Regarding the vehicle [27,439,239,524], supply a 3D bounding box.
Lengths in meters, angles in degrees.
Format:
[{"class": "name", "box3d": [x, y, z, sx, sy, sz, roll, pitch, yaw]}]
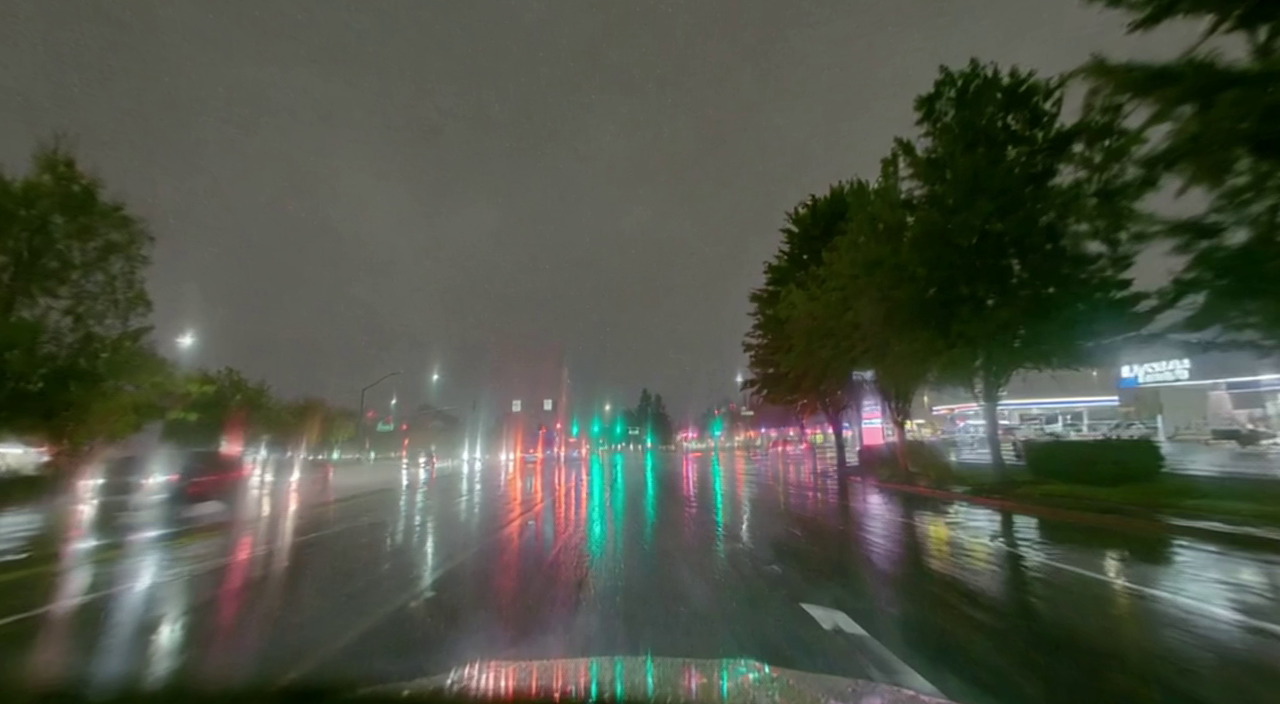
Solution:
[{"class": "vehicle", "box3d": [-13.187, 3.335, 16.917, 2.003, 1.922, 4.463, 0, -8, -2]}]

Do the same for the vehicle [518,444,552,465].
[{"class": "vehicle", "box3d": [-7.875, 7.736, 47.765, 1.993, 1.490, 4.768, 0, -8, -2]}]

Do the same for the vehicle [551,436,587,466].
[{"class": "vehicle", "box3d": [-5.050, 7.146, 45.673, 2.206, 2.007, 5.190, 0, -8, -3]}]
